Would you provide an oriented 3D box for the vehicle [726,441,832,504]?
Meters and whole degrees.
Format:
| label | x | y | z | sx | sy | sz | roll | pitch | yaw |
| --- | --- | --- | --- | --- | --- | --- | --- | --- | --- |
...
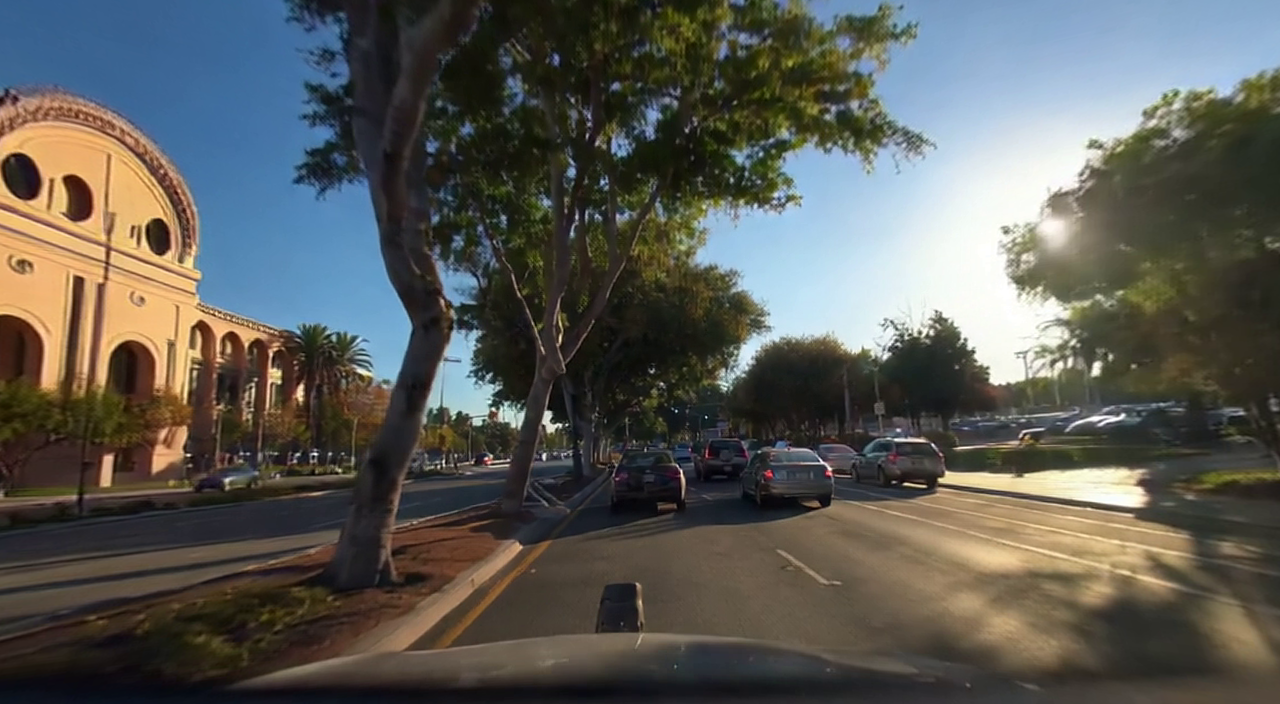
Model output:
| label | x | y | z | sx | sy | sz | roll | pitch | yaw |
| --- | --- | --- | --- | --- | --- | --- | --- | --- | --- |
| vehicle | 3.592 | 3.178 | 17.180 | 1.833 | 1.465 | 4.258 | 0 | -8 | -1 |

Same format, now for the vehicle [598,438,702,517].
| label | x | y | z | sx | sy | sz | roll | pitch | yaw |
| --- | --- | --- | --- | --- | --- | --- | --- | --- | --- |
| vehicle | 0.166 | 2.755 | 14.359 | 2.050 | 1.521 | 3.747 | 0 | -8 | -1 |

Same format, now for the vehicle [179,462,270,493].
| label | x | y | z | sx | sy | sz | roll | pitch | yaw |
| --- | --- | --- | --- | --- | --- | --- | --- | --- | --- |
| vehicle | -23.792 | 7.194 | 36.426 | 1.957 | 1.493 | 4.900 | 0 | -8 | 0 |

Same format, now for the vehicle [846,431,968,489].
| label | x | y | z | sx | sy | sz | roll | pitch | yaw |
| --- | --- | --- | --- | --- | --- | --- | --- | --- | --- |
| vehicle | 8.735 | 3.584 | 21.259 | 1.994 | 1.715 | 4.777 | 0 | -8 | 0 |
